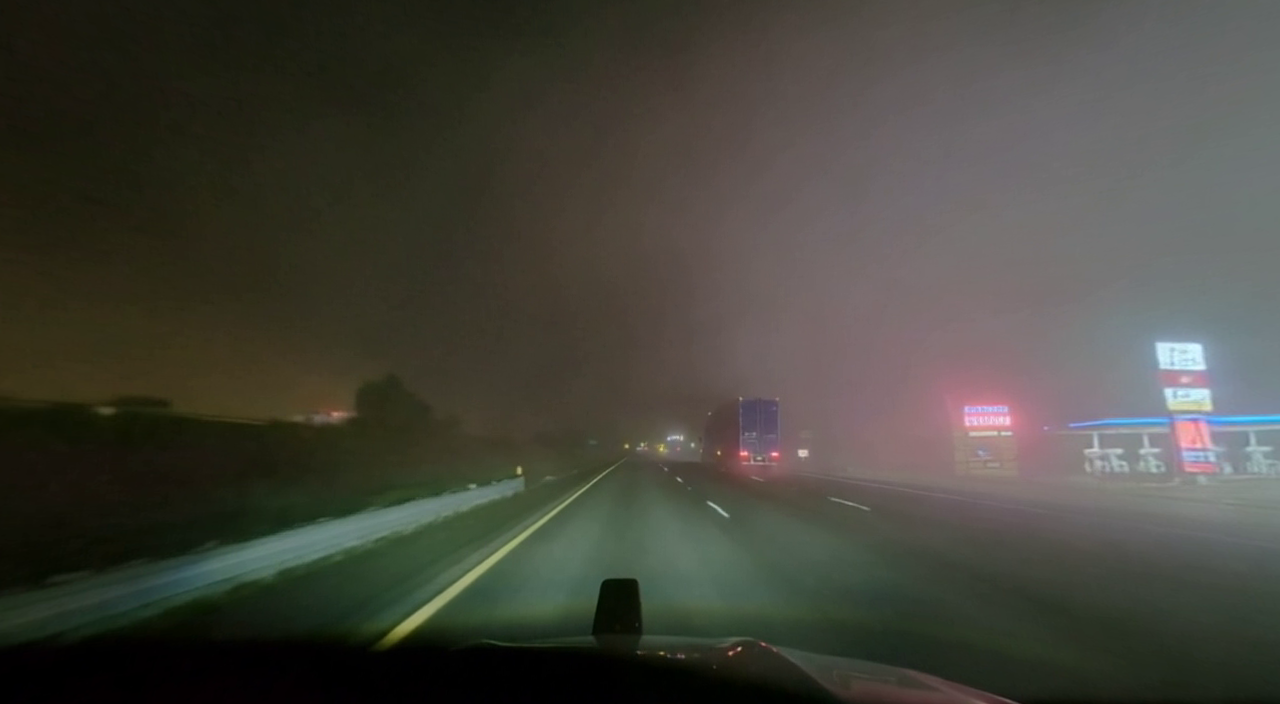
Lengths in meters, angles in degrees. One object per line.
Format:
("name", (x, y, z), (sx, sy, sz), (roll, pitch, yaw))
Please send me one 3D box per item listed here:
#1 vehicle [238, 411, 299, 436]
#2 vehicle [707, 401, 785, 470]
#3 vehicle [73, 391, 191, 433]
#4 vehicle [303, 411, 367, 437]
("vehicle", (-24.473, 4.781, 41.716), (1.748, 1.506, 3.731), (0, -9, 0))
("vehicle", (7.279, 6.220, 46.201), (2.912, 4.153, 15.866), (0, -9, 0))
("vehicle", (-20.934, 2.557, 26.257), (1.765, 1.490, 3.804), (0, -9, -1))
("vehicle", (-20.753, 4.981, 43.200), (1.858, 1.620, 4.928), (0, -9, 0))
